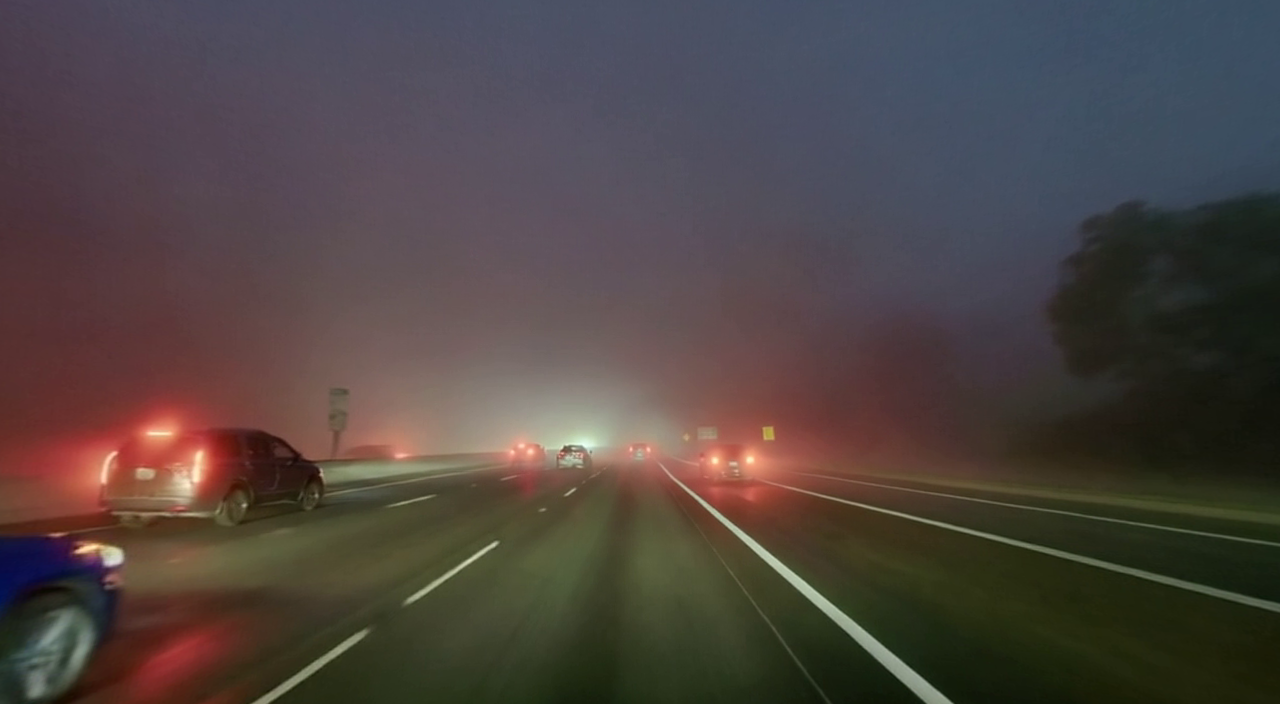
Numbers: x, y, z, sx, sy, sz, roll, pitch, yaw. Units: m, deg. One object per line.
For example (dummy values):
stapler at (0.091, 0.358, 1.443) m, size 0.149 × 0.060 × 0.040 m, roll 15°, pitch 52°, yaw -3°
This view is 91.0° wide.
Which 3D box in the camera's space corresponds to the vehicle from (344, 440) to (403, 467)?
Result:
vehicle at (-16.674, 6.375, 39.597) m, size 1.832 × 1.564 × 4.002 m, roll 0°, pitch -9°, yaw 2°

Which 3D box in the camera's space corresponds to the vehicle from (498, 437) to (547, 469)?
vehicle at (-7.092, 6.152, 38.458) m, size 2.111 × 1.811 × 4.391 m, roll 0°, pitch -9°, yaw 0°

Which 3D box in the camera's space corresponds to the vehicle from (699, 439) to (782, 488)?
vehicle at (3.393, 3.882, 22.228) m, size 2.141 × 1.507 × 4.510 m, roll 0°, pitch -9°, yaw -1°

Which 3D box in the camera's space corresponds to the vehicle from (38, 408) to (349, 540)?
vehicle at (-7.356, 2.071, 11.205) m, size 2.142 × 1.849 × 4.566 m, roll 0°, pitch -9°, yaw 0°

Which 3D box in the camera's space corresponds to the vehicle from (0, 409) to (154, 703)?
vehicle at (-4.052, 0.828, 1.666) m, size 1.988 × 1.506 × 4.416 m, roll 0°, pitch -9°, yaw 0°

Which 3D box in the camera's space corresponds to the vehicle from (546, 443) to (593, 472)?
vehicle at (-3.796, 5.770, 34.479) m, size 2.071 × 1.478 × 4.130 m, roll 0°, pitch -9°, yaw 0°
